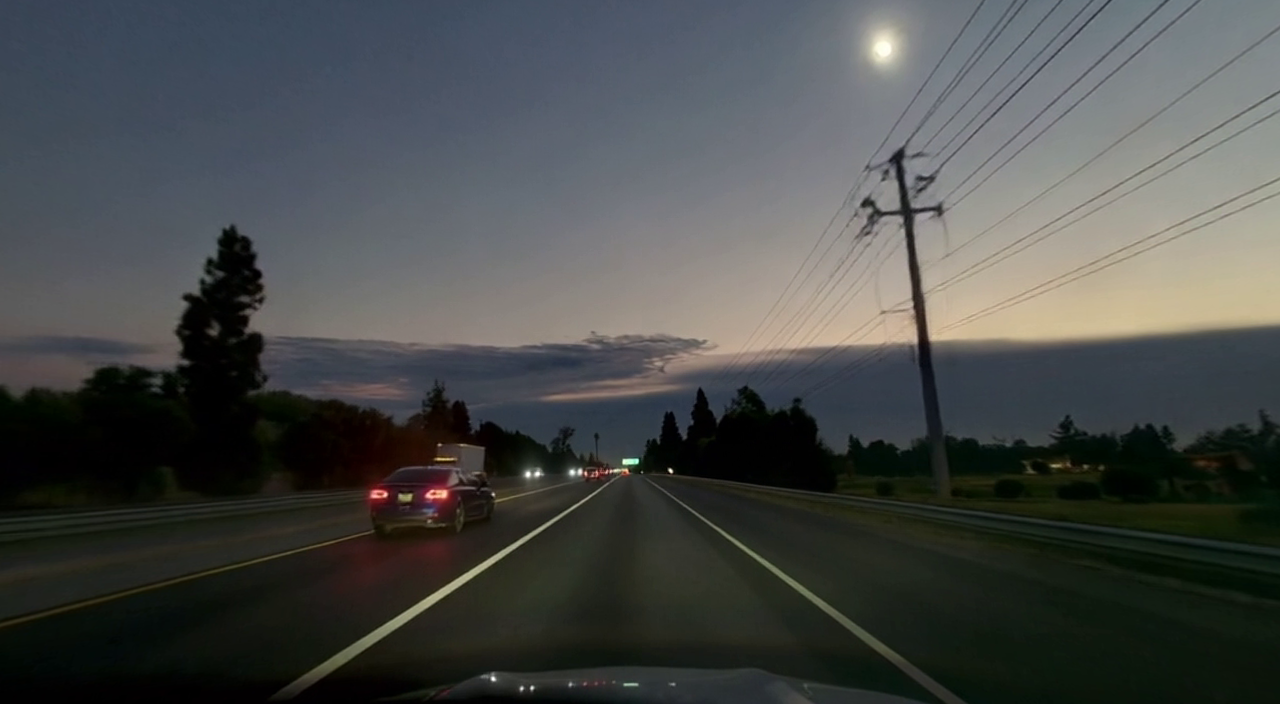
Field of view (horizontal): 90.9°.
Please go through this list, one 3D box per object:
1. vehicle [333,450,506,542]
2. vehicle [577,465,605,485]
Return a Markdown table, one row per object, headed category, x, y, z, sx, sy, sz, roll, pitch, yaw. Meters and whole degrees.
| category | x | y | z | sx | sy | sz | roll | pitch | yaw |
| --- | --- | --- | --- | --- | --- | --- | --- | --- | --- |
| vehicle | -4.179 | 2.825 | 12.800 | 1.963 | 1.501 | 4.227 | 1 | -11 | 0 |
| vehicle | -3.784 | 9.633 | 49.391 | 1.884 | 1.486 | 3.934 | 1 | -11 | -1 |
